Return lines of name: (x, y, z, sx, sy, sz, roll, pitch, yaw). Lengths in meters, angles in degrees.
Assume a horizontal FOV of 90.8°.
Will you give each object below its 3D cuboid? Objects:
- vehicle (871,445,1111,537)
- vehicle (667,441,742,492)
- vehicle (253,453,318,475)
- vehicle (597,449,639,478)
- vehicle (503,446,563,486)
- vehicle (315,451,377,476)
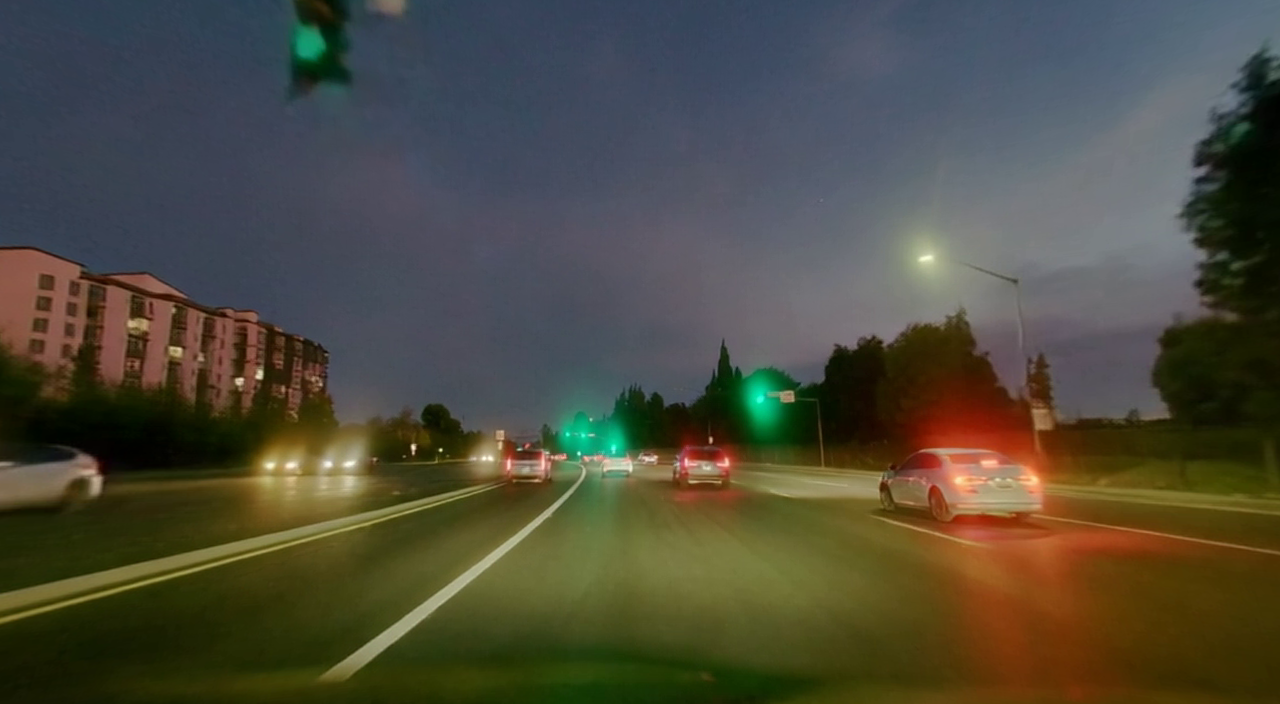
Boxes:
vehicle: (6.281, 2.489, 12.044, 1.945, 1.408, 4.288, 0, -9, -3)
vehicle: (2.333, 4.287, 24.041, 2.161, 1.716, 4.194, 1, -9, -4)
vehicle: (-25.606, 8.063, 45.806, 2.016, 1.475, 4.706, 0, -9, 0)
vehicle: (-1.312, 6.231, 35.472, 2.155, 1.486, 4.403, 1, -9, -4)
vehicle: (-4.744, 5.099, 28.576, 2.172, 1.671, 4.175, 0, -9, -3)
vehicle: (-19.310, 7.305, 41.716, 1.918, 1.469, 4.780, 0, -9, -2)
